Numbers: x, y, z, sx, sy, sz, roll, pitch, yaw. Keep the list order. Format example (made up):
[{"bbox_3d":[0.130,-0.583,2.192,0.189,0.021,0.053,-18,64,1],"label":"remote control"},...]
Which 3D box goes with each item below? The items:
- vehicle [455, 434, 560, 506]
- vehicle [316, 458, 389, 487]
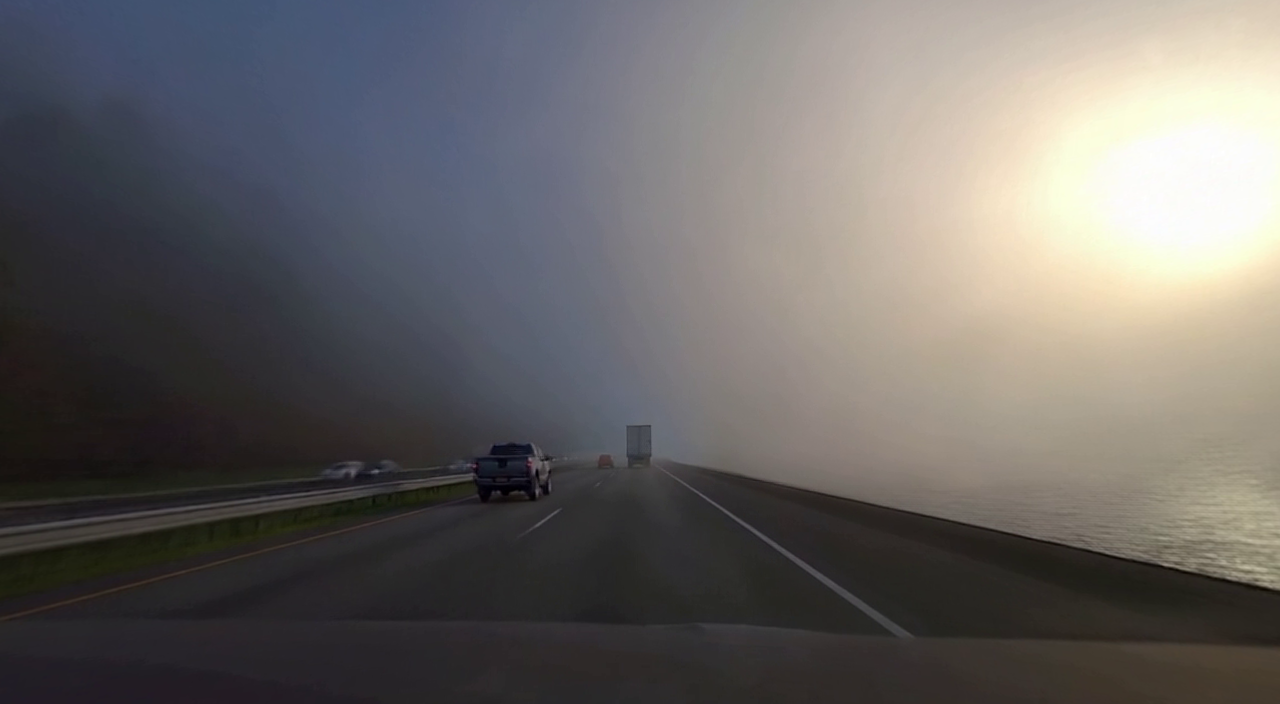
[{"bbox_3d":[-3.748,3.448,18.806,2.079,1.845,4.654,0,-9,1],"label":"vehicle"},{"bbox_3d":[-17.392,7.286,38.495,1.960,1.575,5.256,0,-9,0],"label":"vehicle"}]
